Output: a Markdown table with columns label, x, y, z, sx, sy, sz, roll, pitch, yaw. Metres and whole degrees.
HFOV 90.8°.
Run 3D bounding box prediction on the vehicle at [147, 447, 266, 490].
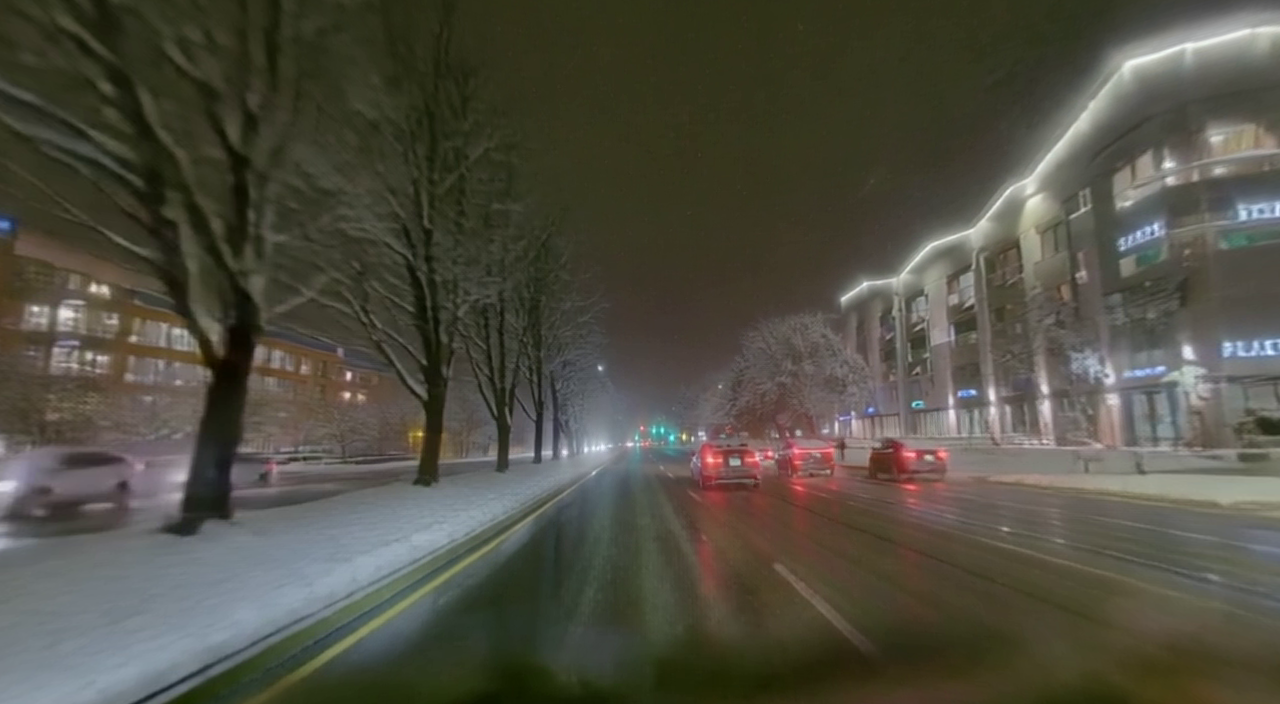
| label | x | y | z | sx | sy | sz | roll | pitch | yaw |
| --- | --- | --- | --- | --- | --- | --- | --- | --- | --- |
| vehicle | -19.617 | 5.239 | 28.908 | 2.071 | 1.743 | 4.749 | 0 | -8 | 0 |

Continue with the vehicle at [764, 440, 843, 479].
| label | x | y | z | sx | sy | sz | roll | pitch | yaw |
| --- | --- | --- | --- | --- | --- | --- | --- | --- | --- |
| vehicle | 6.405 | 4.246 | 25.291 | 1.912 | 1.411 | 4.380 | 0 | -8 | -1 |

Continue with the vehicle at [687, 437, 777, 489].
| label | x | y | z | sx | sy | sz | roll | pitch | yaw |
| --- | --- | --- | --- | --- | --- | --- | --- | --- | --- |
| vehicle | 2.841 | 3.549 | 20.536 | 2.131 | 1.491 | 4.496 | 0 | -8 | -2 |

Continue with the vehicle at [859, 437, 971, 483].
| label | x | y | z | sx | sy | sz | roll | pitch | yaw |
| --- | --- | --- | --- | --- | --- | --- | --- | --- | --- |
| vehicle | 9.956 | 3.924 | 23.349 | 2.003 | 1.511 | 4.670 | 0 | -8 | 0 |

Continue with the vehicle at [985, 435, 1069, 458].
| label | x | y | z | sx | sy | sz | roll | pitch | yaw |
| --- | --- | --- | --- | --- | --- | --- | --- | --- | --- |
| vehicle | 29.109 | 7.152 | 47.644 | 5.001 | 1.528 | 1.863 | -11 | -12 | 43 |

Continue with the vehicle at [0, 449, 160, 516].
| label | x | y | z | sx | sy | sz | roll | pitch | yaw |
| --- | --- | --- | --- | --- | --- | --- | --- | --- | --- |
| vehicle | -16.598 | 3.587 | 18.021 | 2.031 | 1.607 | 4.759 | 0 | -8 | 1 |
